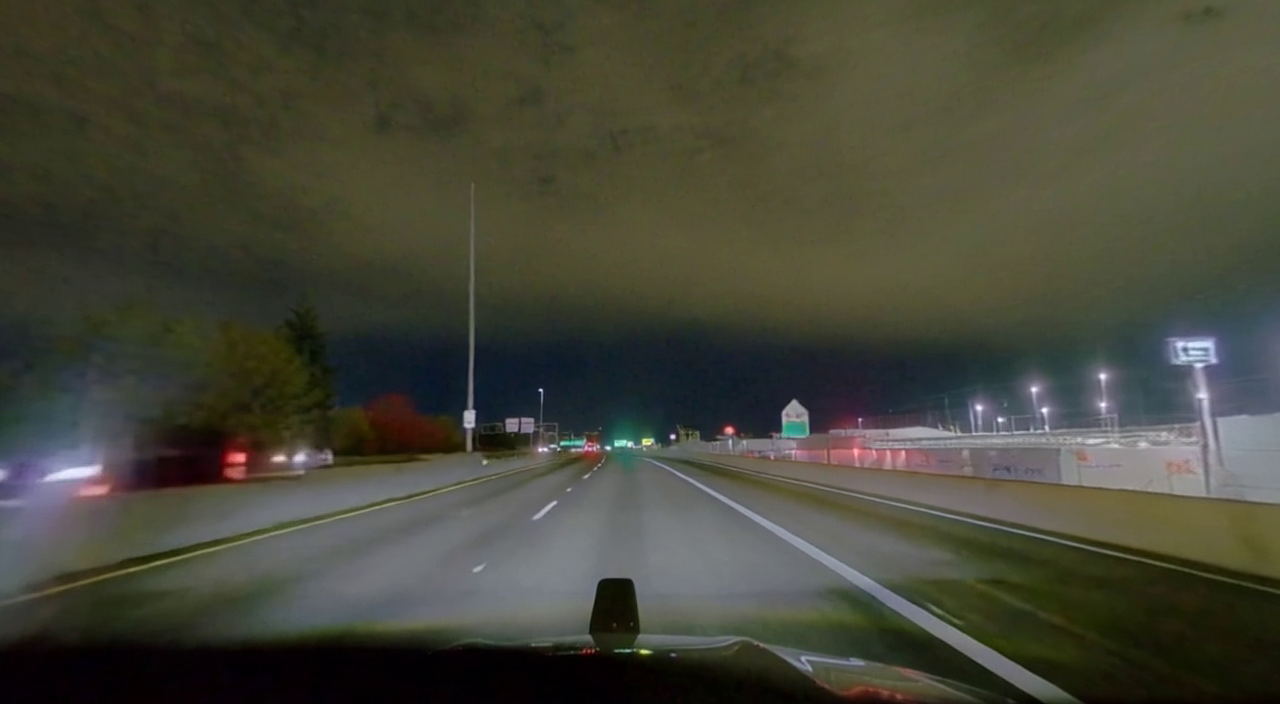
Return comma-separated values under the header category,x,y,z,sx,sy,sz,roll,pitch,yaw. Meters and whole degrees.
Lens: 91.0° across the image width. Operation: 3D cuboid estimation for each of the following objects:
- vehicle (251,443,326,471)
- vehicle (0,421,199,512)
category,x,y,z,sx,sy,sz,roll,pitch,yaw
vehicle,-20.751,6.191,37.400,1.868,1.481,4.609,0,-8,-1
vehicle,-12.401,2.451,13.908,2.142,1.679,4.358,0,-8,-1
